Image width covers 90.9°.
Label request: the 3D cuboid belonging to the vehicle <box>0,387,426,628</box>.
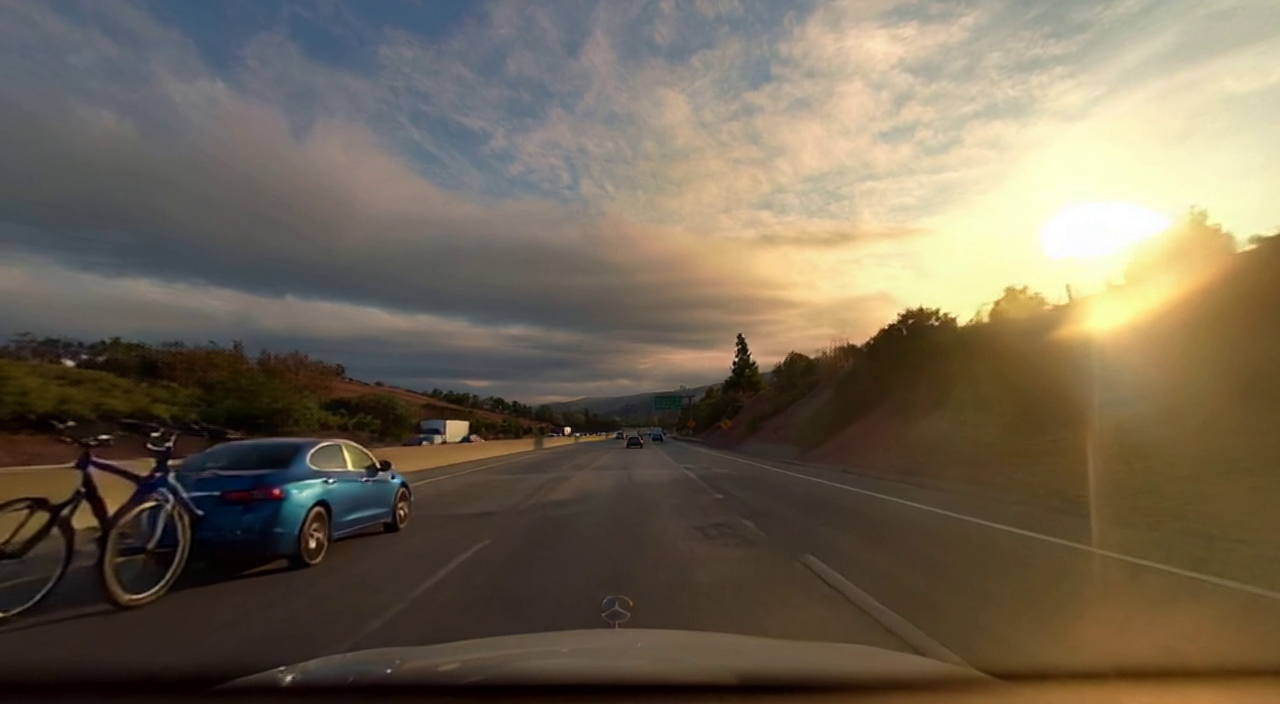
[{"bbox_3d":[-4.026,1.356,6.580,2.064,1.647,4.381,0,-8,0],"label":"vehicle"}]

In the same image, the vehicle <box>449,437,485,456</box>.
[{"bbox_3d":[-13.042,7.118,47.658,1.705,1.387,3.617,0,-8,0],"label":"vehicle"}]
